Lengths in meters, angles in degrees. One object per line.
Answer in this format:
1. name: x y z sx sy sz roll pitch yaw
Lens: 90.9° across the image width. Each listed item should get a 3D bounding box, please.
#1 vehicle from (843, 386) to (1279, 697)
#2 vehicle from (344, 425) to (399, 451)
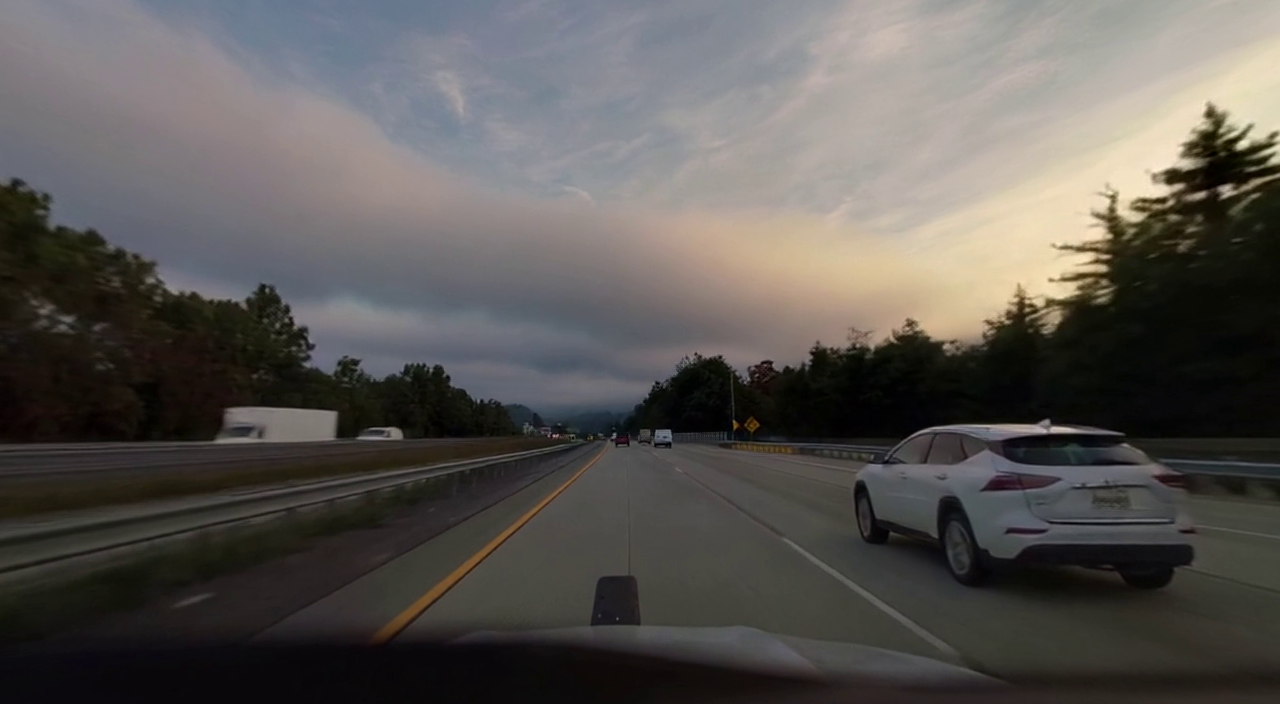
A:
1. vehicle: 3.350 1.218 5.199 2.002 1.569 3.845 0 -8 -1
2. vehicle: -16.930 5.464 39.941 1.799 1.545 3.977 0 -8 -1
